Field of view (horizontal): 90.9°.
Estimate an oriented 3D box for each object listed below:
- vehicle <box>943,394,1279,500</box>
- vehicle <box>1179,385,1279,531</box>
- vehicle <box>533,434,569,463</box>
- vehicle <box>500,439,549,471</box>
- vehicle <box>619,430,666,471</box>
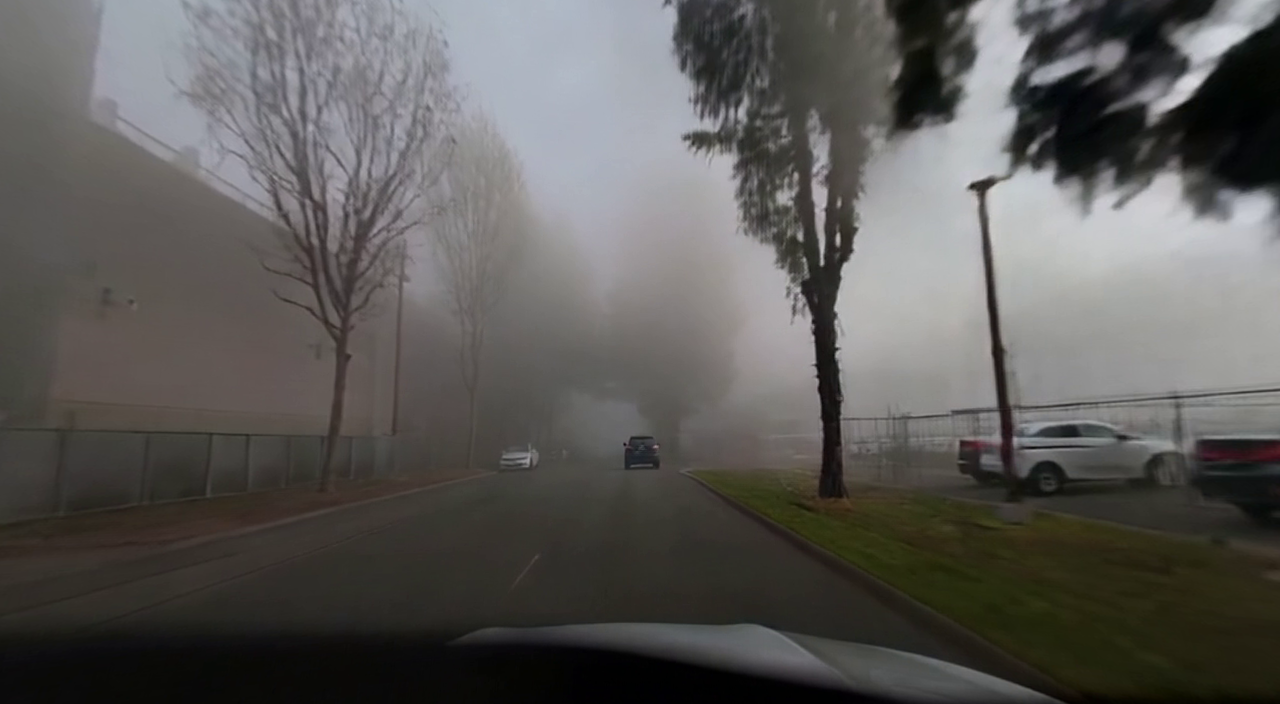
[{"bbox_3d":[8.482,1.793,11.670,4.616,1.500,1.963,-4,-11,-1],"label":"vehicle"},{"bbox_3d":[9.182,1.123,7.172,4.178,1.599,1.926,-2,-10,1],"label":"vehicle"},{"bbox_3d":[-6.730,7.396,48.076,2.005,1.989,4.929,-3,-9,0],"label":"vehicle"},{"bbox_3d":[-6.181,5.613,34.138,1.938,1.500,4.130,-3,-10,-2],"label":"vehicle"},{"bbox_3d":[0.118,4.789,30.862,2.152,1.874,4.042,0,-8,0],"label":"vehicle"}]
